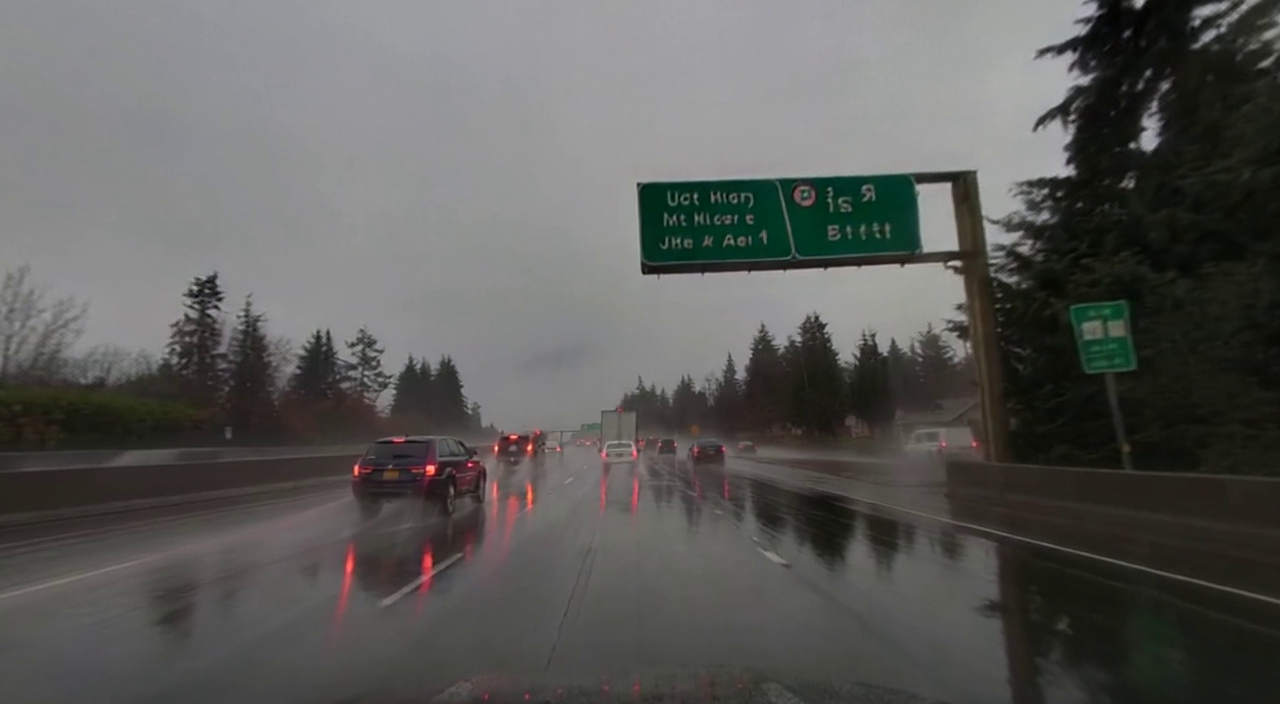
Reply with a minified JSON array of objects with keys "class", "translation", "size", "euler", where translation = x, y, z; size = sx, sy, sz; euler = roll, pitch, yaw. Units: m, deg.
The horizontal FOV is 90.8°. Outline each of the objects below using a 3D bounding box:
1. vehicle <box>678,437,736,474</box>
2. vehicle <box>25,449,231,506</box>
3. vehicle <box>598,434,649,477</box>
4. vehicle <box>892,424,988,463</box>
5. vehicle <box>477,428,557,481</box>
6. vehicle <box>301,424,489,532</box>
[{"class":"vehicle","translation":[2.952,4.685,28.694],"size":[2.027,1.554,4.252],"euler":[0,-9,-2]},{"class":"vehicle","translation":[-14.750,3.604,18.701],"size":[2.095,1.463,4.841],"euler":[0,-9,-1]},{"class":"vehicle","translation":[-0.720,4.502,27.547],"size":[2.063,1.703,4.203],"euler":[0,-9,-2]},{"class":"vehicle","translation":[14.054,4.363,29.932],"size":[2.048,1.674,4.106],"euler":[1,-9,-9]},{"class":"vehicle","translation":[-4.891,4.192,26.049],"size":[2.301,1.944,5.482],"euler":[0,-9,-1]},{"class":"vehicle","translation":[-4.324,2.289,11.968],"size":[1.988,1.668,4.021],"euler":[0,-9,-1]}]
